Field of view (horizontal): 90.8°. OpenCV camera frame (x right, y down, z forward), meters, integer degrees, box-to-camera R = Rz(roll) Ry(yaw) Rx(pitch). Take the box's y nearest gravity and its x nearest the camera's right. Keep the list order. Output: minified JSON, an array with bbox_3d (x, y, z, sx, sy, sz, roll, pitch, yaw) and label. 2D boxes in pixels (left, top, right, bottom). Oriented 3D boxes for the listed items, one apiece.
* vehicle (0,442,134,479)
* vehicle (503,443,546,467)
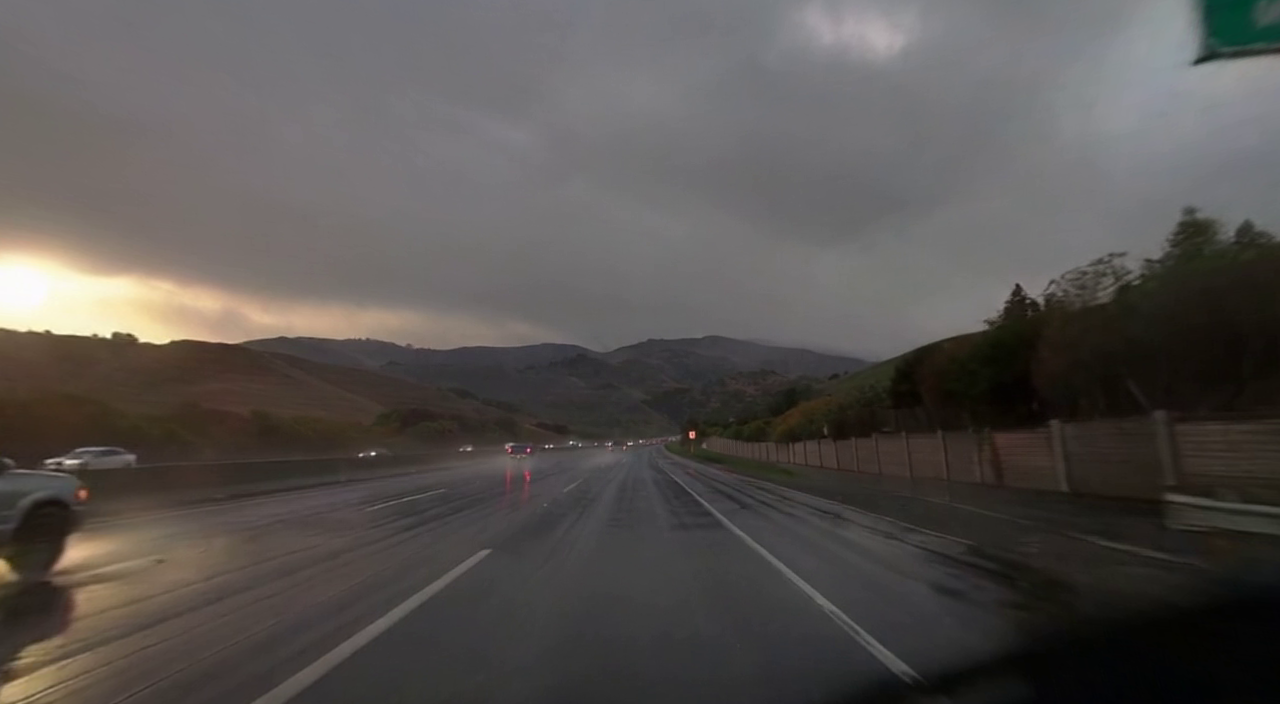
[{"bbox_3d":[-32.693,6.161,36.321,2.272,1.952,5.897,0,-8,0],"label":"vehicle"},{"bbox_3d":[-7.541,6.734,41.522,1.930,1.508,4.567,0,-9,0],"label":"vehicle"}]
